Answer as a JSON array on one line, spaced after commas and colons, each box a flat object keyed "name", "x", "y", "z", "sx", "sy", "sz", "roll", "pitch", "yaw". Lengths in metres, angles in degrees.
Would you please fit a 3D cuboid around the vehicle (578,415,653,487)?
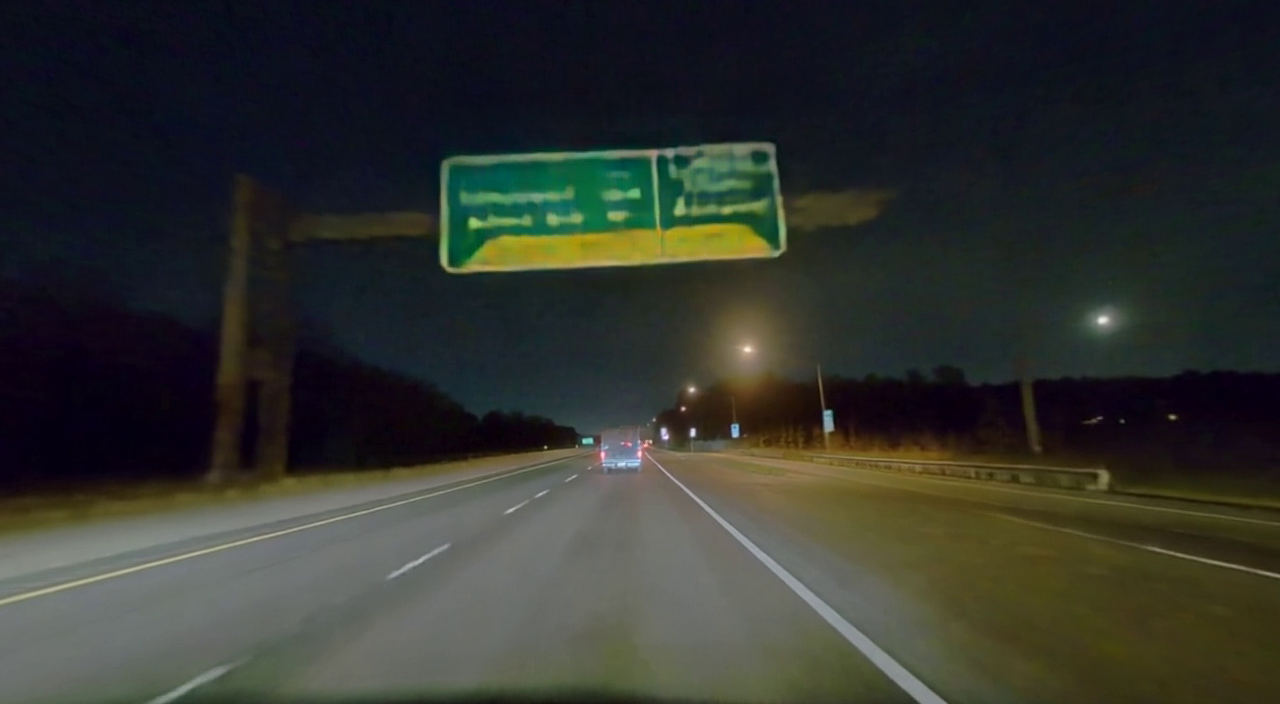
[{"name": "vehicle", "x": -0.768, "y": 3.347, "z": 21.603, "sx": 2.248, "sy": 2.154, "sz": 4.892, "roll": 0, "pitch": -8, "yaw": -1}]
